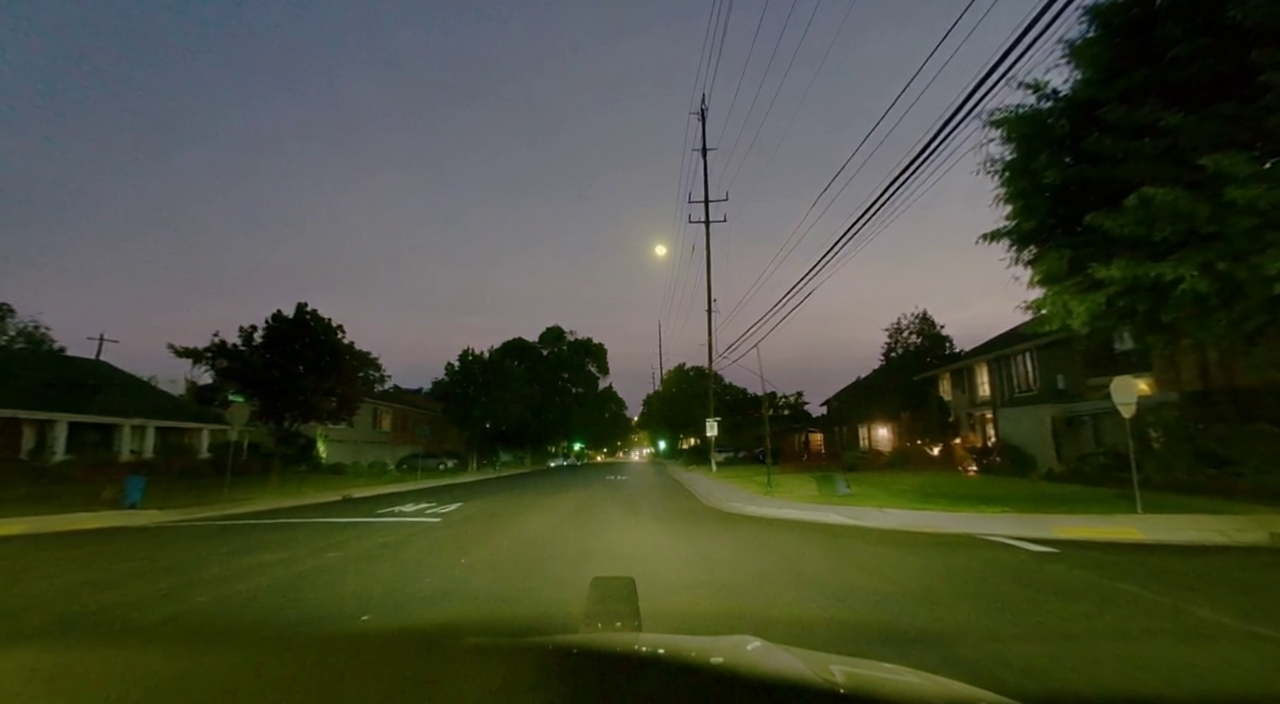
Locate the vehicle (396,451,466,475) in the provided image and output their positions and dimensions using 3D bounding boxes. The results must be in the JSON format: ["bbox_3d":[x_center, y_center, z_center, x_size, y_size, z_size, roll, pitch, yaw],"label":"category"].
[{"bbox_3d":[-15.672,8.336,47.487,4.500,1.714,1.924,-1,-9,6],"label":"vehicle"}]
